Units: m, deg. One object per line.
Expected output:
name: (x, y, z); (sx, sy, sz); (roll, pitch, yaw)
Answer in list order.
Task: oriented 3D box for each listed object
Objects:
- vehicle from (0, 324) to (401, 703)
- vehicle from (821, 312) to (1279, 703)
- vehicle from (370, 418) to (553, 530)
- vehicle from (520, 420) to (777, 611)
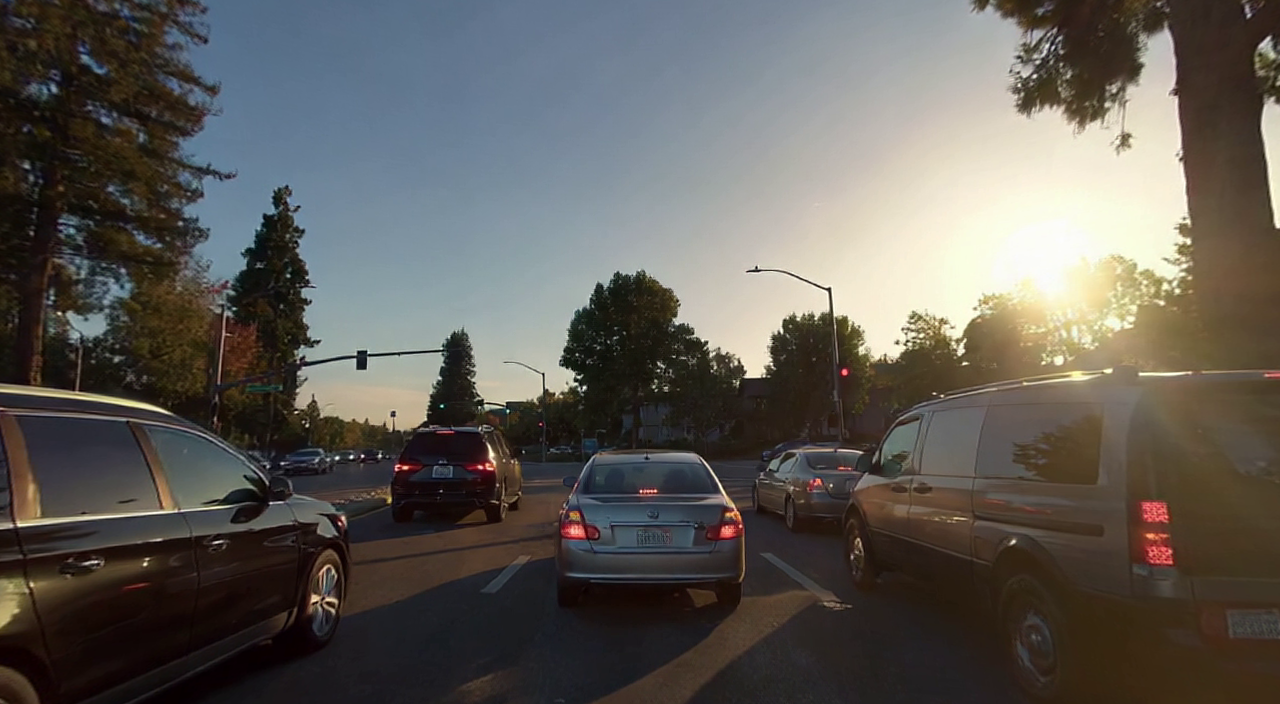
vehicle: (-3.125, 0.953, 3.302); (1.982, 1.721, 4.261); (0, -8, 1)
vehicle: (3.216, 1.098, 4.724); (2.141, 1.833, 4.704); (0, -8, -2)
vehicle: (-3.183, 2.299, 12.449); (2.117, 1.772, 4.619); (0, -8, 2)
vehicle: (0.029, 1.586, 7.023); (2.021, 1.490, 3.948); (0, -8, -1)
